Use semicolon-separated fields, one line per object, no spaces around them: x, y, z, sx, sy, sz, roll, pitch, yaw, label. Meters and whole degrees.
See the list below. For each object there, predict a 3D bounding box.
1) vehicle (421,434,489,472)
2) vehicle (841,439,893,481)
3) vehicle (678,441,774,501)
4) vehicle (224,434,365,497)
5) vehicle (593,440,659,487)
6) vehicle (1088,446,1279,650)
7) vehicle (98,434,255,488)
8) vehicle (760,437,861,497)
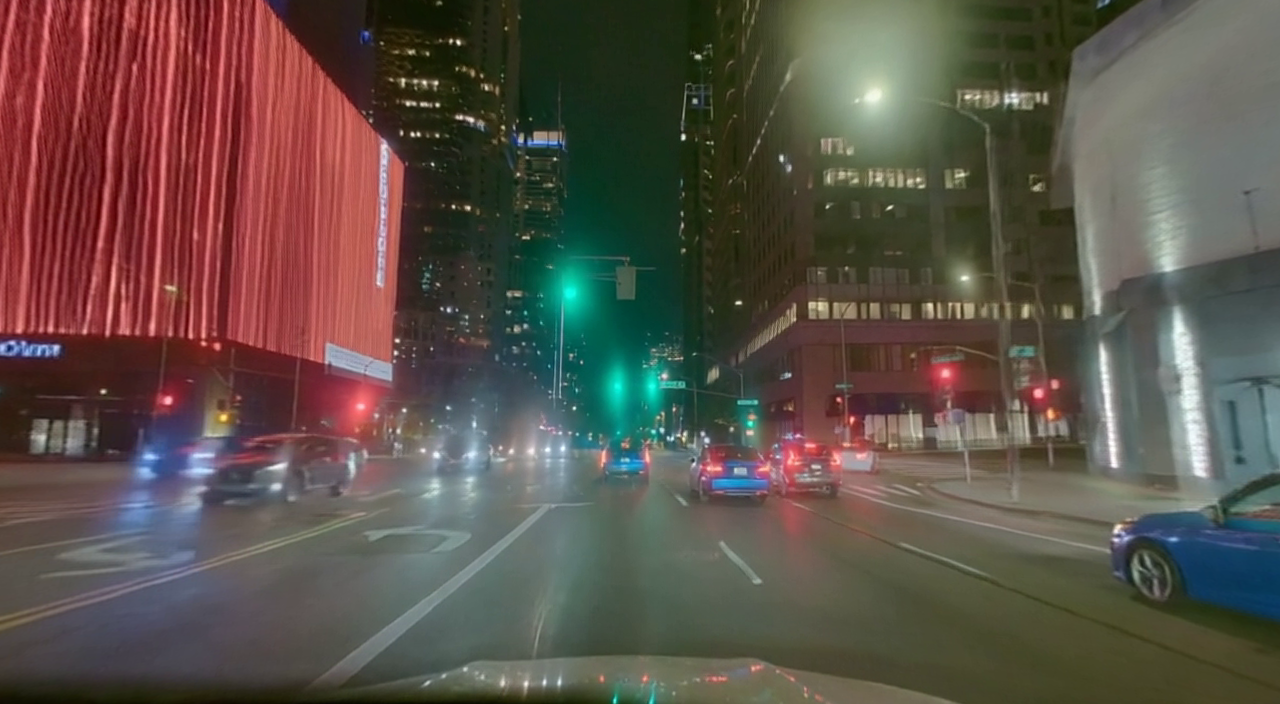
-9.625;5.325;33.397;2.142;1.817;4.823;0;-9;0;vehicle
10.653;4.991;29.481;2.008;1.794;4.640;-4;-9;21;vehicle
2.303;3.345;18.160;1.987;1.484;4.427;0;-9;-2;vehicle
-10.077;3.320;18.861;1.879;1.637;4.100;0;-9;0;vehicle
-0.472;3.874;22.230;2.096;1.457;4.160;0;-9;-1;vehicle
5.680;1.370;4.203;1.914;1.484;4.639;0;-9;-1;vehicle
-15.998;3.765;22.196;2.087;1.676;4.567;0;-9;-1;vehicle
5.513;3.761;21.097;2.015;1.745;4.444;0;-9;-2;vehicle
